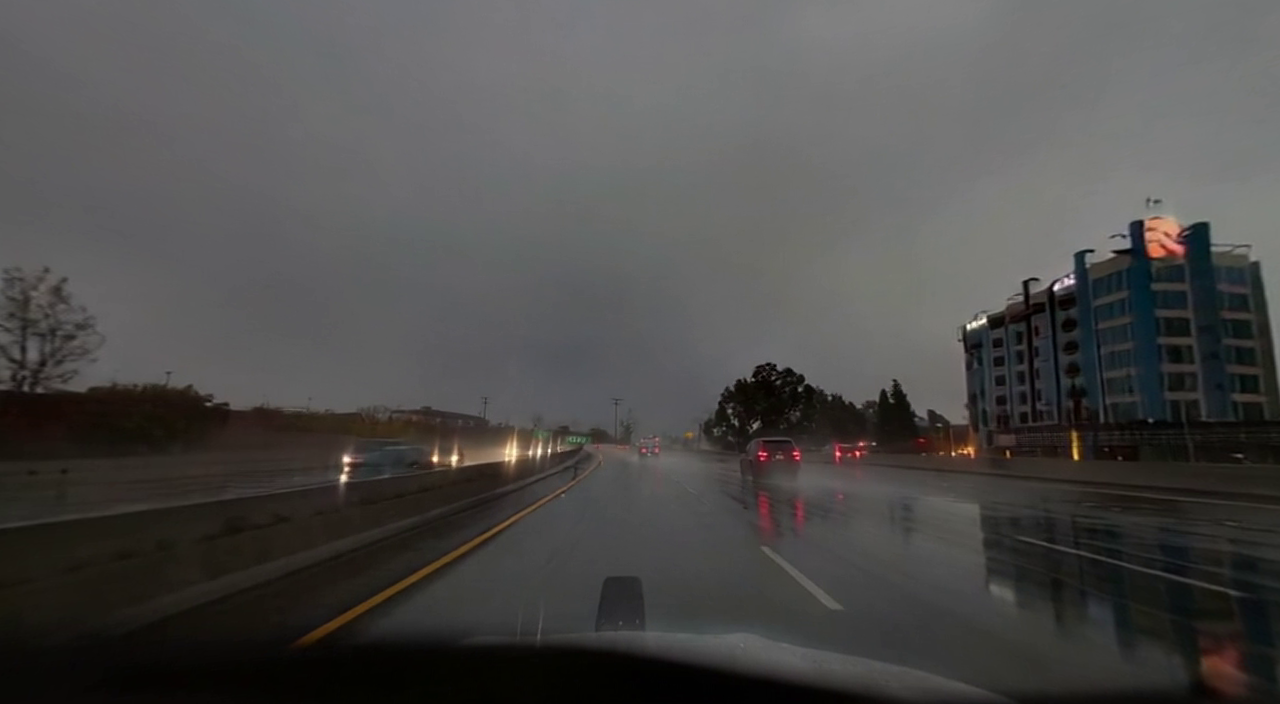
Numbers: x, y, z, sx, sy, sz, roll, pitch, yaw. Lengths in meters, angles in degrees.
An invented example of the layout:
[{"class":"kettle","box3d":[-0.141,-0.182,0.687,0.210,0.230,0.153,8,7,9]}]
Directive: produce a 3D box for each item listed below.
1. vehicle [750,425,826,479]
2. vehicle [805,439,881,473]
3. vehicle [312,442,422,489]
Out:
[{"class":"vehicle","box3d":[6.354,4.366,27.767,2.043,2.154,4.731,0,-9,-2]},{"class":"vehicle","box3d":[9.844,5.095,31.102,1.981,1.508,4.768,0,-9,-2]},{"class":"vehicle","box3d":[-10.268,4.277,24.259,2.371,1.606,4.532,1,-8,-3]}]
